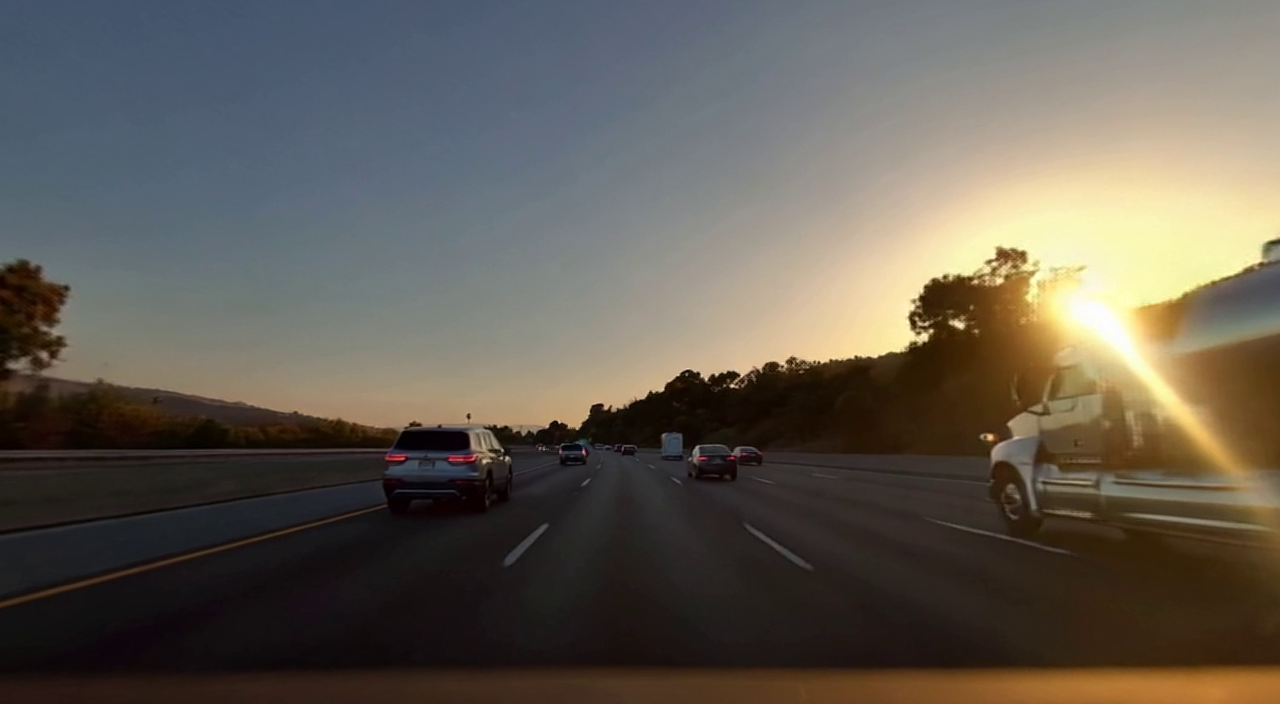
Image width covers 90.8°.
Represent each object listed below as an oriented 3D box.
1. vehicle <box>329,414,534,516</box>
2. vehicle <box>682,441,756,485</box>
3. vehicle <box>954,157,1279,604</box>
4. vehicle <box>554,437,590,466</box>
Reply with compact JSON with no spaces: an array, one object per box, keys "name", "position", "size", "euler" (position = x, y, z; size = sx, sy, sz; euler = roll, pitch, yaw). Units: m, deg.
[{"name":"vehicle","position":[-4.259,2.477,14.381],"size":[2.684,1.839,5.803],"euler":[0,-8,0]},{"name":"vehicle","position":[2.915,4.191,24.234],"size":[2.053,1.510,4.400],"euler":[0,-8,-3]},{"name":"vehicle","position":[7.316,0.171,4.921],"size":[3.548,3.827,11.870],"euler":[0,-8,0]},{"name":"vehicle","position":[-4.504,6.674,42.451],"size":[2.149,1.843,4.348],"euler":[0,-8,-3]}]
